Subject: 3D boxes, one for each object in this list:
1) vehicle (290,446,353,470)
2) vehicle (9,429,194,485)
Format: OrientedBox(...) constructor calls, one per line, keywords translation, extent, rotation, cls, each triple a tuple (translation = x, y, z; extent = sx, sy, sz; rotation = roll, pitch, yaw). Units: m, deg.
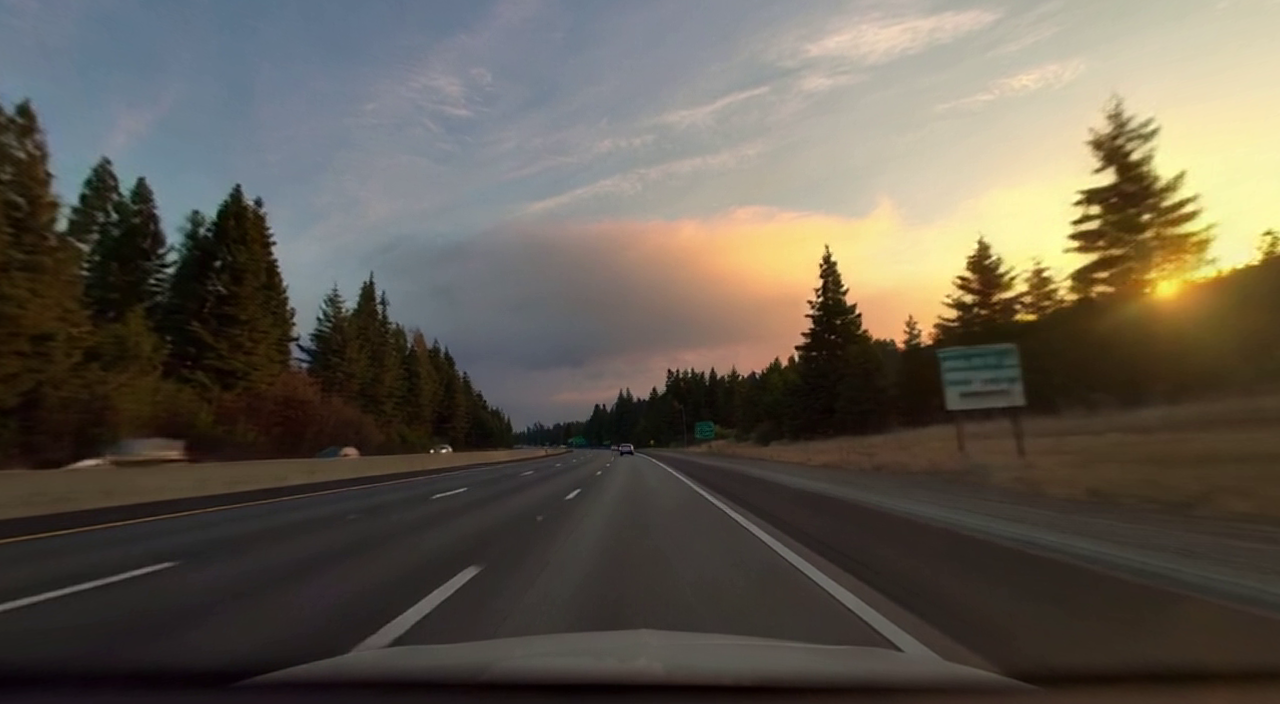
OrientedBox(translation=(-20.826, 6.925, 41.418), extent=(1.778, 1.477, 4.642), rotation=(0, -8, -1), cls="vehicle")
OrientedBox(translation=(-17.320, 3.403, 20.689), extent=(1.984, 1.622, 4.617), rotation=(0, -8, -1), cls="vehicle")
